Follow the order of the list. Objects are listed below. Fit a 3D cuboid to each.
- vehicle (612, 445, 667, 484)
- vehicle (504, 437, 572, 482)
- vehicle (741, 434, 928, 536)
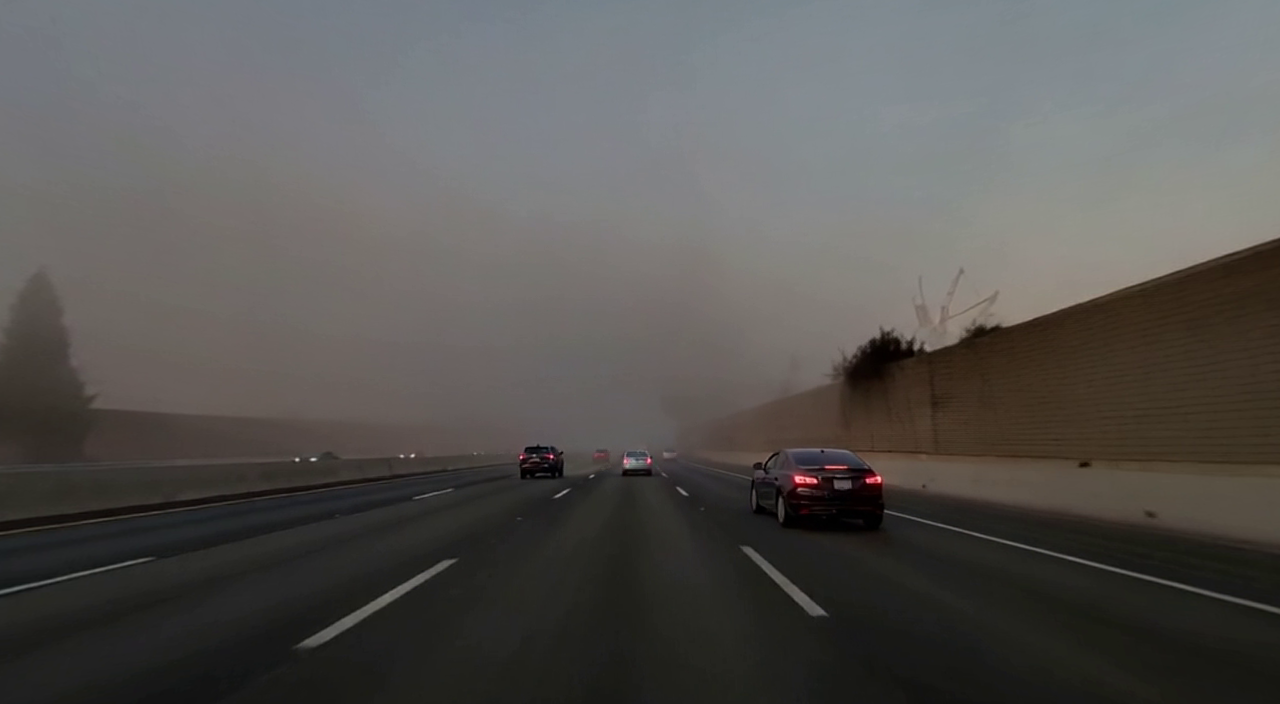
[{"bbox_3d":[-0.047,4.542,25.847,2.045,1.452,4.040,0,-8,-1],"label":"vehicle"},{"bbox_3d":[-4.271,4.566,27.124,2.121,1.775,4.335,0,-8,1],"label":"vehicle"},{"bbox_3d":[3.275,2.326,11.748,1.917,1.507,4.540,0,-8,-2],"label":"vehicle"}]
